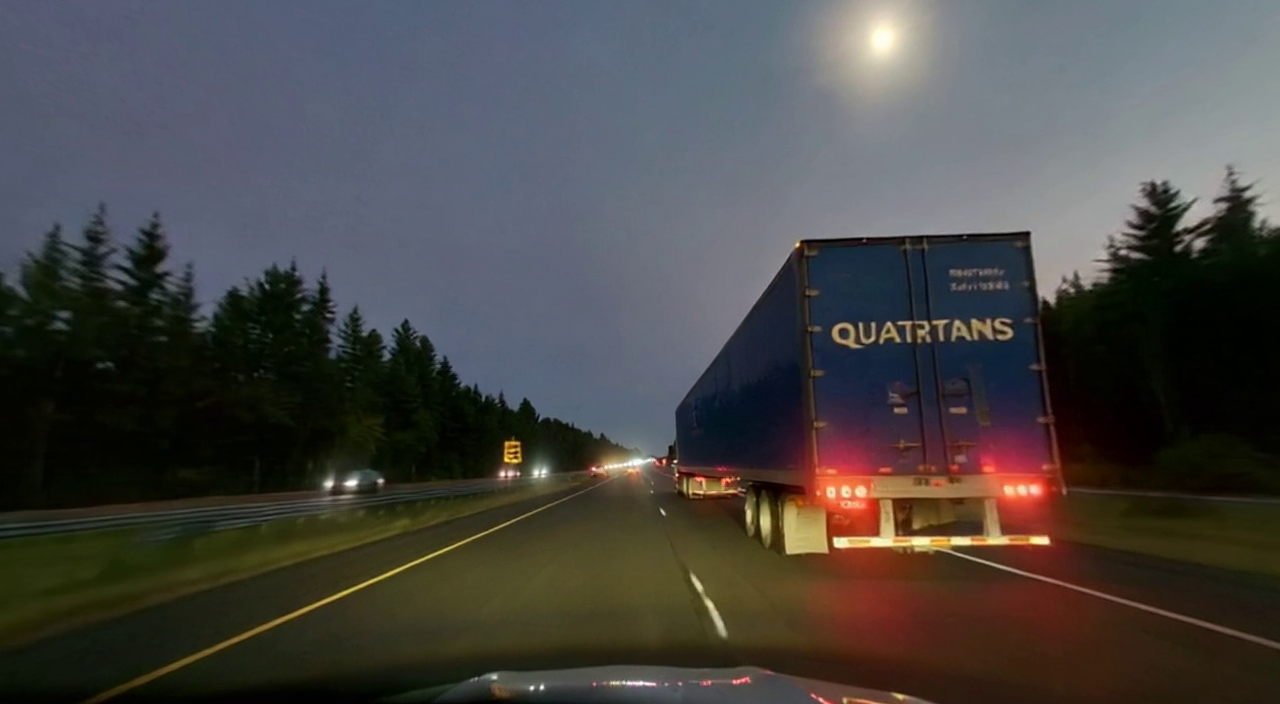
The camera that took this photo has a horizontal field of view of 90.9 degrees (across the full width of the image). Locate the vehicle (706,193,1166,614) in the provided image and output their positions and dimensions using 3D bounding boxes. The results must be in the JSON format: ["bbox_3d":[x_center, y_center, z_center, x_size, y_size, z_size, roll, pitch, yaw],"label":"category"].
[{"bbox_3d":[3.284,1.350,11.313,2.871,4.032,10.642,1,-11,-1],"label":"vehicle"}]

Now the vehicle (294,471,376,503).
[{"bbox_3d":[-17.224,7.649,35.917,2.088,1.600,4.994,0,-11,1],"label":"vehicle"}]
